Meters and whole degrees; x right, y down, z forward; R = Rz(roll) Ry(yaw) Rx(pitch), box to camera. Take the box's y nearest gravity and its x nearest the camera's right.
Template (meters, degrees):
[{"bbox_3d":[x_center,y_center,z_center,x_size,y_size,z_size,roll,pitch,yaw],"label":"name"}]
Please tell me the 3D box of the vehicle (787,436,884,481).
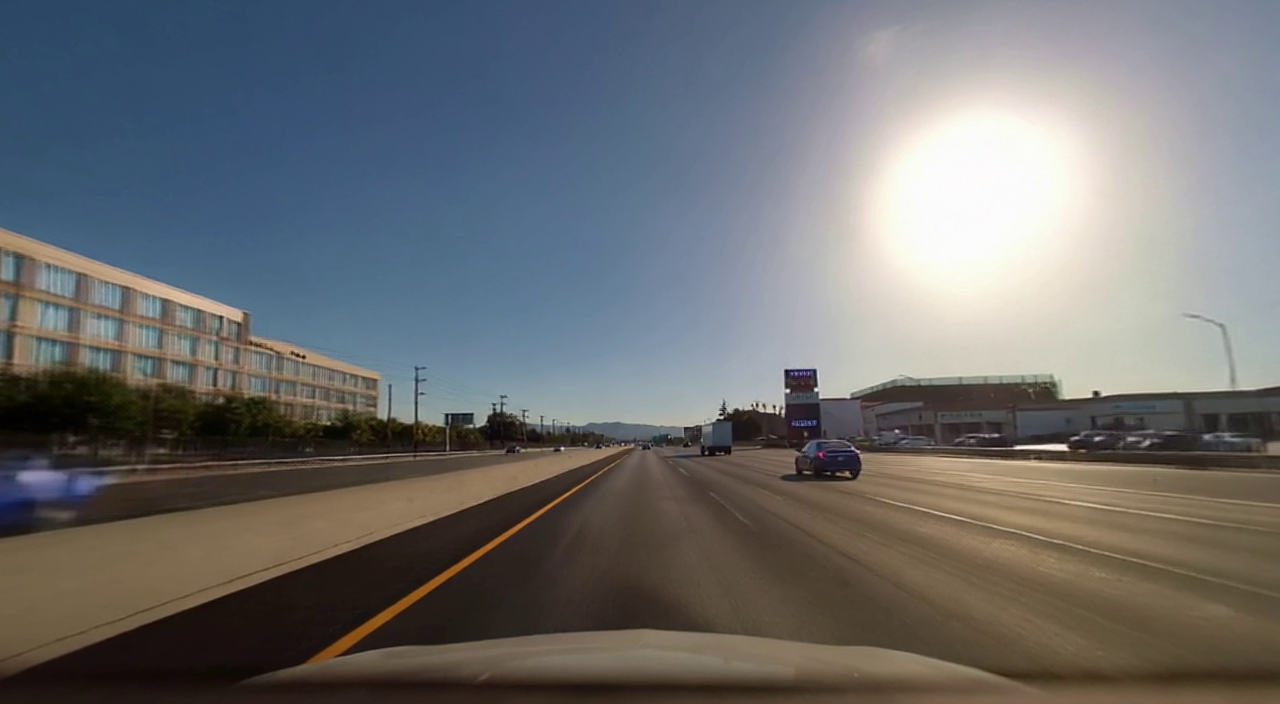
[{"bbox_3d":[7.284,4.021,24.019,2.079,1.518,5.032,0,-8,-1],"label":"vehicle"}]
